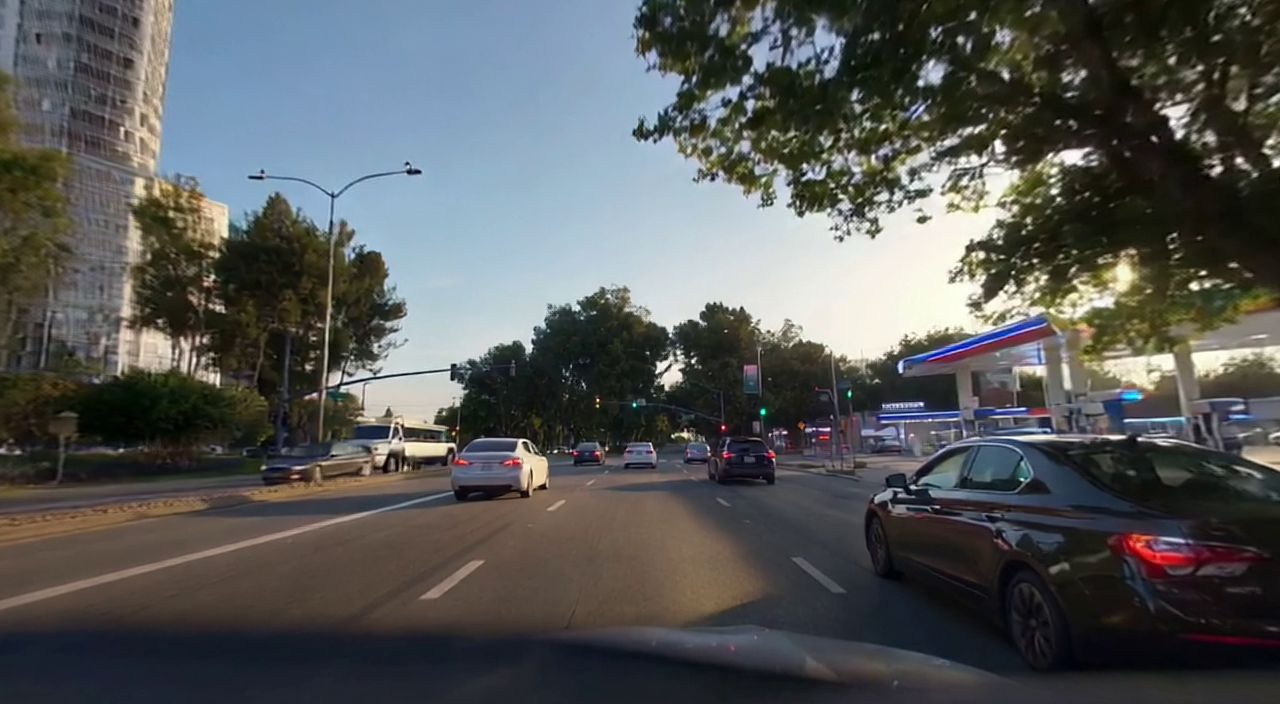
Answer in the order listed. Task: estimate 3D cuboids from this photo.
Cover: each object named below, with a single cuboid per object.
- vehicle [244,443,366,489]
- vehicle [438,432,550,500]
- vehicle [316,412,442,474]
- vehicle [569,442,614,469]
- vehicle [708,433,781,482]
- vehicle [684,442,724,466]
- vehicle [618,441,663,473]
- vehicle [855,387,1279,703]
[{"bbox_3d":[-12.215,4.142,23.400,2.013,1.501,4.484,-1,-8,1],"label":"vehicle"},{"bbox_3d":[-3.800,3.031,17.187,2.023,1.607,4.086,0,-8,1],"label":"vehicle"},{"bbox_3d":[-15.805,5.689,39.466,3.228,3.319,10.706,0,-8,1],"label":"vehicle"},{"bbox_3d":[-2.786,6.059,37.198,2.192,1.463,4.211,-1,-8,1],"label":"vehicle"},{"bbox_3d":[3.815,3.946,23.849,2.022,1.683,4.171,0,-8,0],"label":"vehicle"},{"bbox_3d":[4.128,6.661,41.214,2.174,1.462,4.400,0,-8,1],"label":"vehicle"},{"bbox_3d":[0.026,5.204,31.510,2.104,1.477,4.591,0,-8,0],"label":"vehicle"},{"bbox_3d":[3.435,1.198,4.551,2.038,1.499,4.868,0,-8,0],"label":"vehicle"}]
